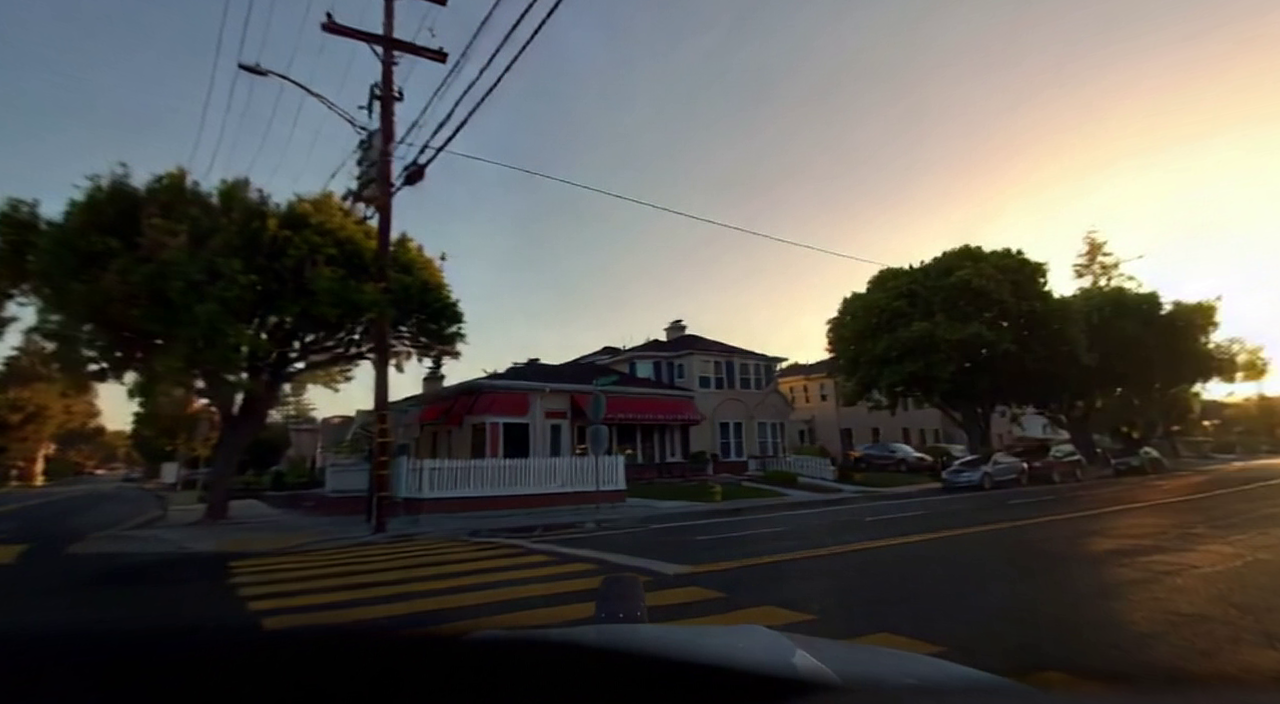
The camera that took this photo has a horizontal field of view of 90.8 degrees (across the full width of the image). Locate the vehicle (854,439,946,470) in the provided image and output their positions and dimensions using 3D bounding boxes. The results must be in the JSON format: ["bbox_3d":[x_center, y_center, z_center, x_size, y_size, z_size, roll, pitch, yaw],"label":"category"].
[{"bbox_3d":[15.239,6.020,37.272,2.033,1.725,4.492,7,-11,-39],"label":"vehicle"}]

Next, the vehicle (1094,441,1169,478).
[{"bbox_3d":[26.206,5.674,33.621,4.274,1.785,1.970,6,-11,-37],"label":"vehicle"}]

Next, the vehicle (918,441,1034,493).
[{"bbox_3d":[12.661,4.245,23.733,4.509,1.775,1.975,6,-11,-36],"label":"vehicle"}]

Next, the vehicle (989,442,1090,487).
[{"bbox_3d":[16.935,4.697,26.731,4.318,1.723,1.913,6,-10,-34],"label":"vehicle"}]
